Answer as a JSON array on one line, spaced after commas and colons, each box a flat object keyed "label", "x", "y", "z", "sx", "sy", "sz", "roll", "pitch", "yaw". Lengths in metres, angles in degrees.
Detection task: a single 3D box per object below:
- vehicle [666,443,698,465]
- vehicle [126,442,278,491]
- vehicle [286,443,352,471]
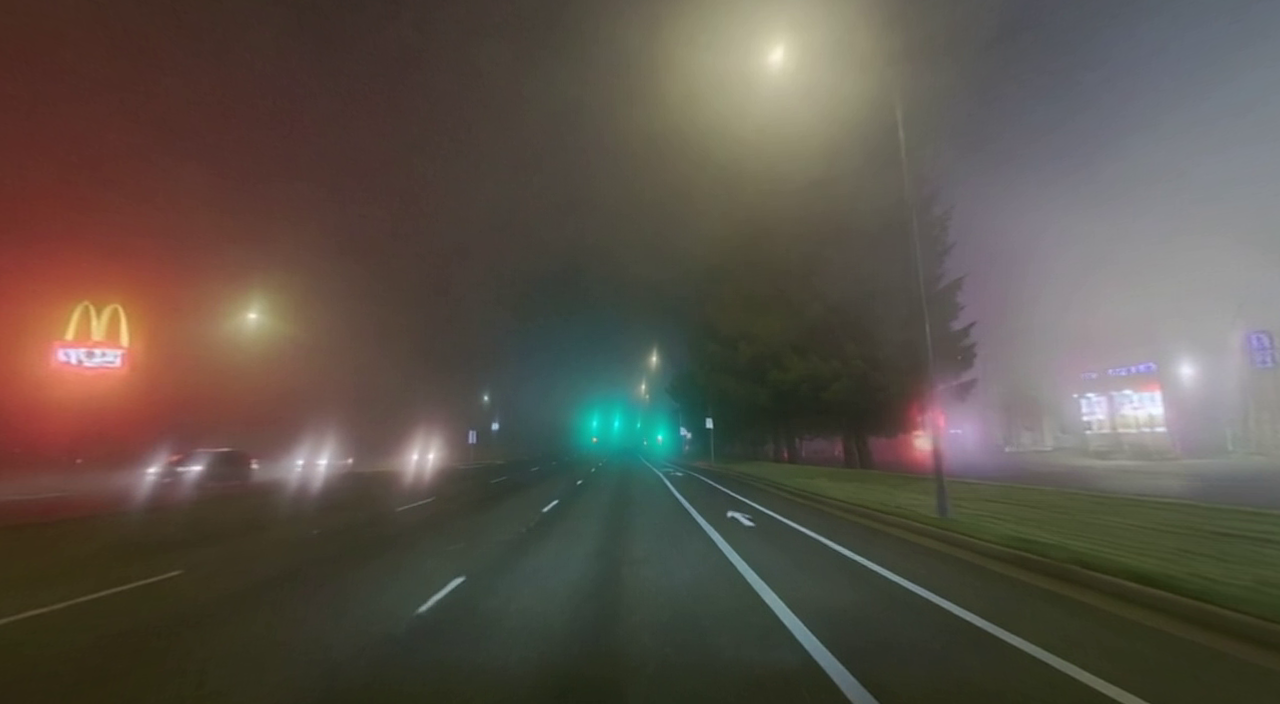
[{"label": "vehicle", "x": 3.146, "y": 7.733, "z": 47.810, "sx": 1.992, "sy": 1.513, "sz": 4.683, "roll": 1, "pitch": -8, "yaw": -1}, {"label": "vehicle", "x": -14.488, "y": 3.784, "z": 21.216, "sx": 1.907, "sy": 1.469, "sz": 4.441, "roll": 0, "pitch": -9, "yaw": 0}, {"label": "vehicle", "x": -20.806, "y": 6.800, "z": 41.026, "sx": 1.963, "sy": 1.694, "sz": 4.535, "roll": 0, "pitch": -9, "yaw": -1}]
